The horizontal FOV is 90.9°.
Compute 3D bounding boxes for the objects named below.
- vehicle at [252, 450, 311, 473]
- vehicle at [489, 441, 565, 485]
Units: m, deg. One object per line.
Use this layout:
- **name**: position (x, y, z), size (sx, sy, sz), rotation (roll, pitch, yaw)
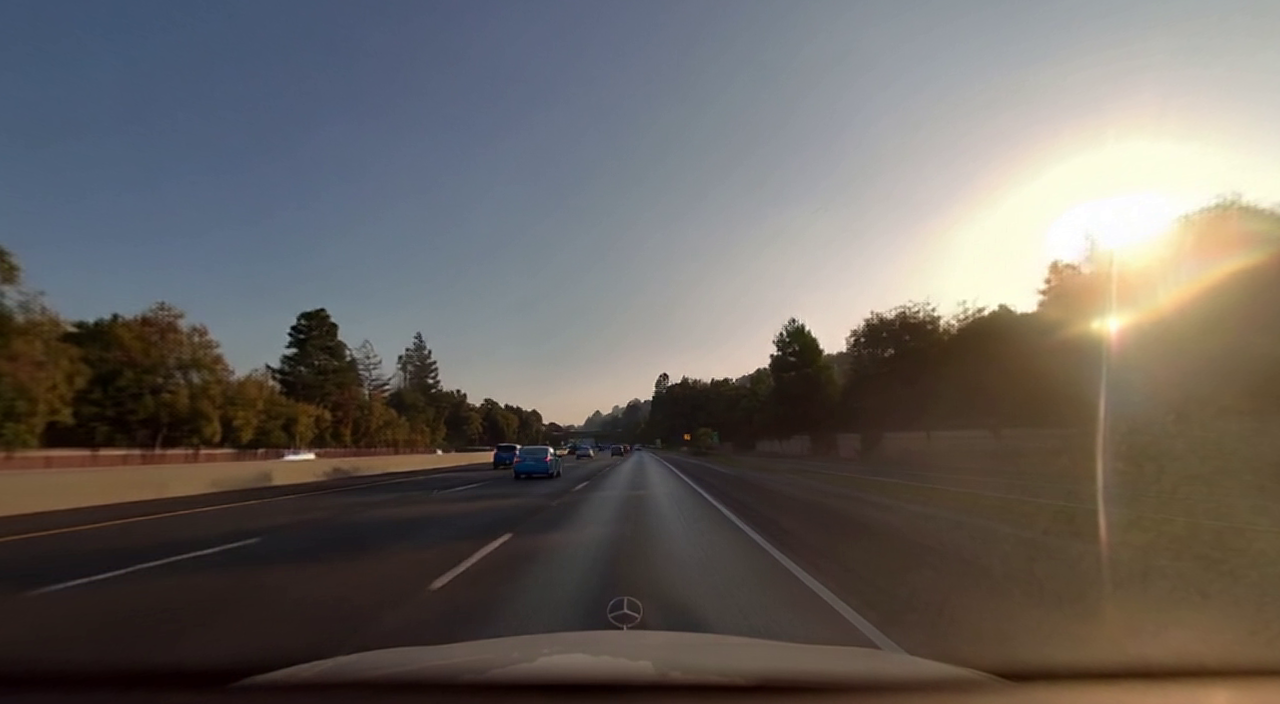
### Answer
- **vehicle**: position (-24.191, 7.373, 42.695), size (1.838, 1.403, 3.672), rotation (0, -8, 0)
- **vehicle**: position (-4.299, 4.304, 24.881), size (2.081, 1.514, 4.943), rotation (0, -8, 0)
